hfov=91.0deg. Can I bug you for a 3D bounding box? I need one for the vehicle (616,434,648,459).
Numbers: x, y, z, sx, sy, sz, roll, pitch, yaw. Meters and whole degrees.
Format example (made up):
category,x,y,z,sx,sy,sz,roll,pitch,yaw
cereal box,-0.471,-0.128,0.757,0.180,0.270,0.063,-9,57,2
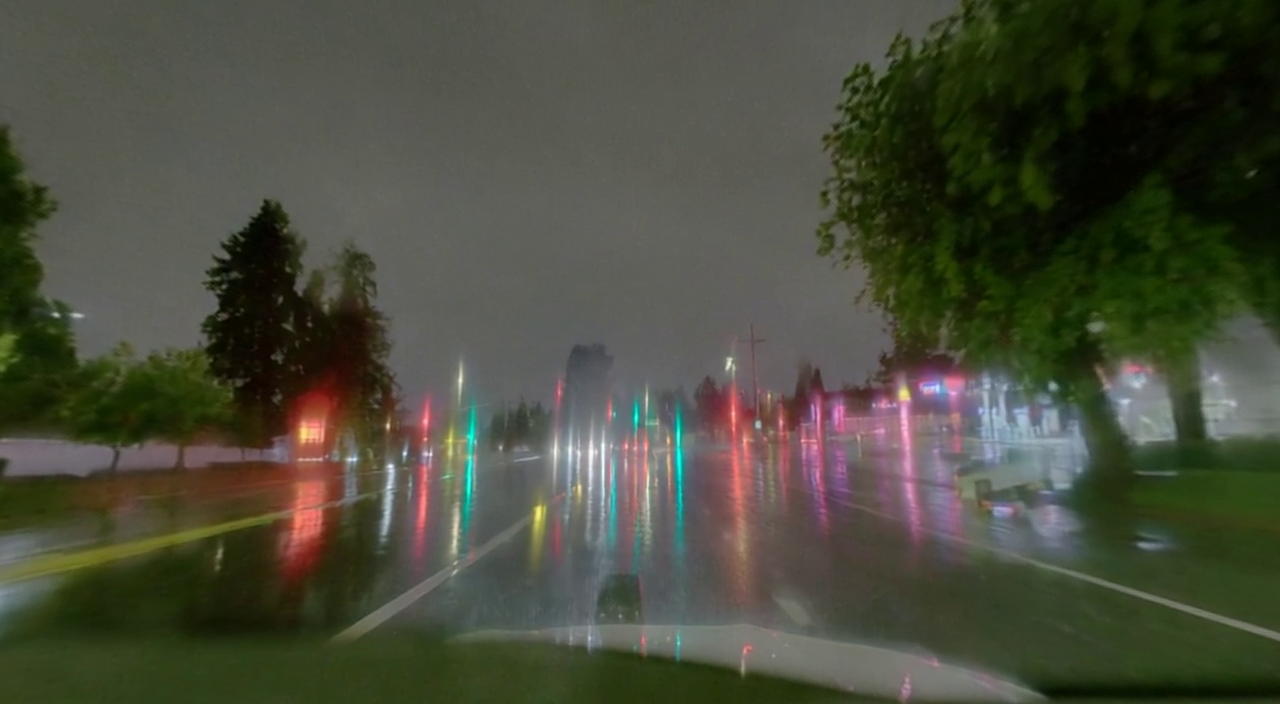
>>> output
category,x,y,z,sx,sy,sz,roll,pitch,yaw
vehicle,-0.561,6.770,45.060,2.146,1.742,4.095,0,-9,-1
